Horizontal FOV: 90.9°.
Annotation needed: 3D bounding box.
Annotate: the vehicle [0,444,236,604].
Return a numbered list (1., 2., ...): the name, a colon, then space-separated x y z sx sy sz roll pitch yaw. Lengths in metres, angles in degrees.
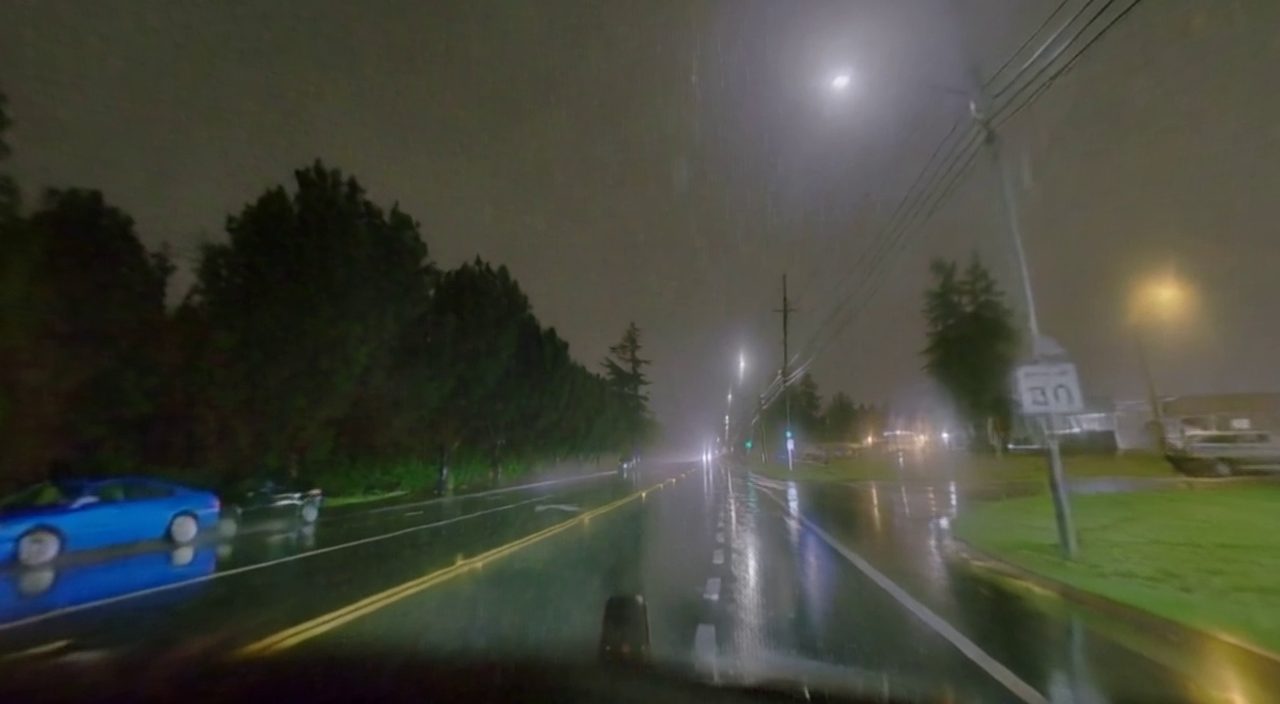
1. vehicle: -9.904 2.847 11.181 2.087 1.700 4.467 -5 -1 9

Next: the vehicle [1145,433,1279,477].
1. vehicle: 25.702 4.486 27.625 4.955 1.814 2.166 -1 -9 9
